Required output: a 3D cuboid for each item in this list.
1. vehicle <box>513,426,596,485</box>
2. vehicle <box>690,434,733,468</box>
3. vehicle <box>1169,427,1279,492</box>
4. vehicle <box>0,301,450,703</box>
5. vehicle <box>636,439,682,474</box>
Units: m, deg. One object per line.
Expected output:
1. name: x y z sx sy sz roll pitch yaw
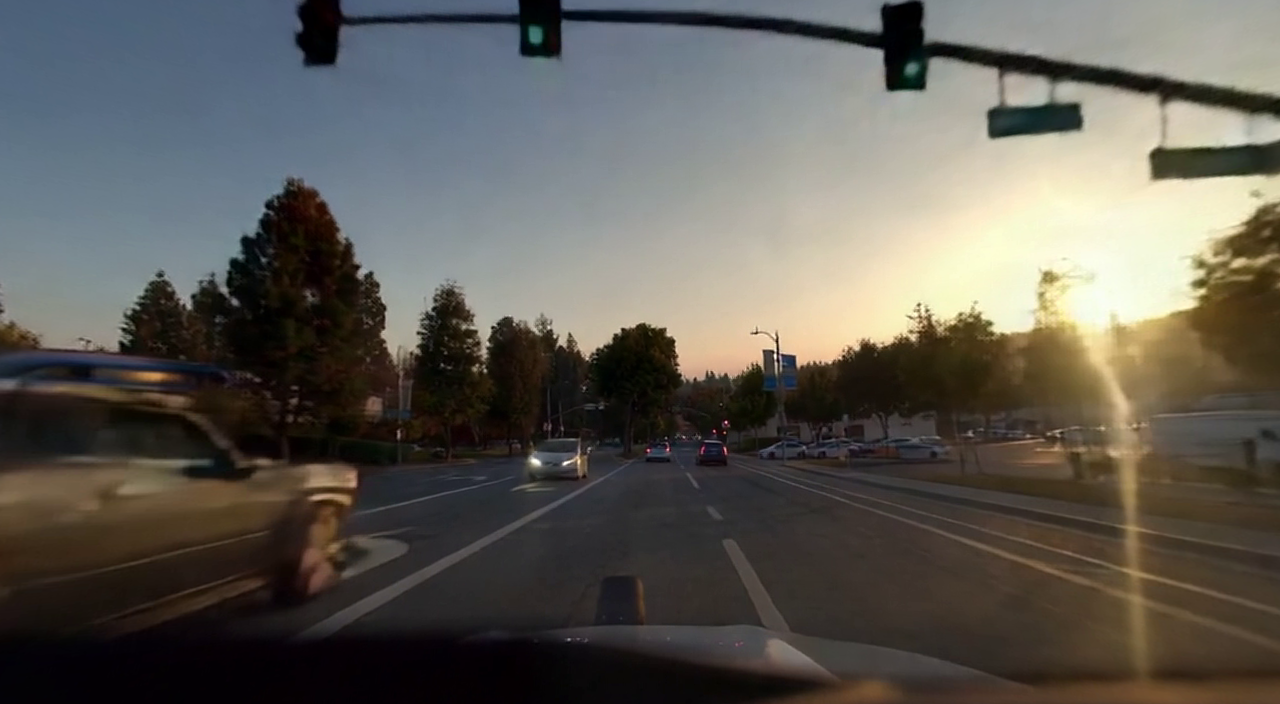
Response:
1. vehicle: -2.774 3.501 21.667 2.092 1.779 4.468 0 -8 1
2. vehicle: 3.948 5.570 35.775 2.046 1.768 4.370 0 -8 2
3. vehicle: 18.295 2.713 14.919 2.618 1.565 11.353 -3 -6 4
4. vehicle: -3.845 1.130 5.631 2.298 1.905 5.777 0 -8 2
5. vehicle: 0.808 4.615 28.101 1.917 1.418 3.987 0 -8 0
